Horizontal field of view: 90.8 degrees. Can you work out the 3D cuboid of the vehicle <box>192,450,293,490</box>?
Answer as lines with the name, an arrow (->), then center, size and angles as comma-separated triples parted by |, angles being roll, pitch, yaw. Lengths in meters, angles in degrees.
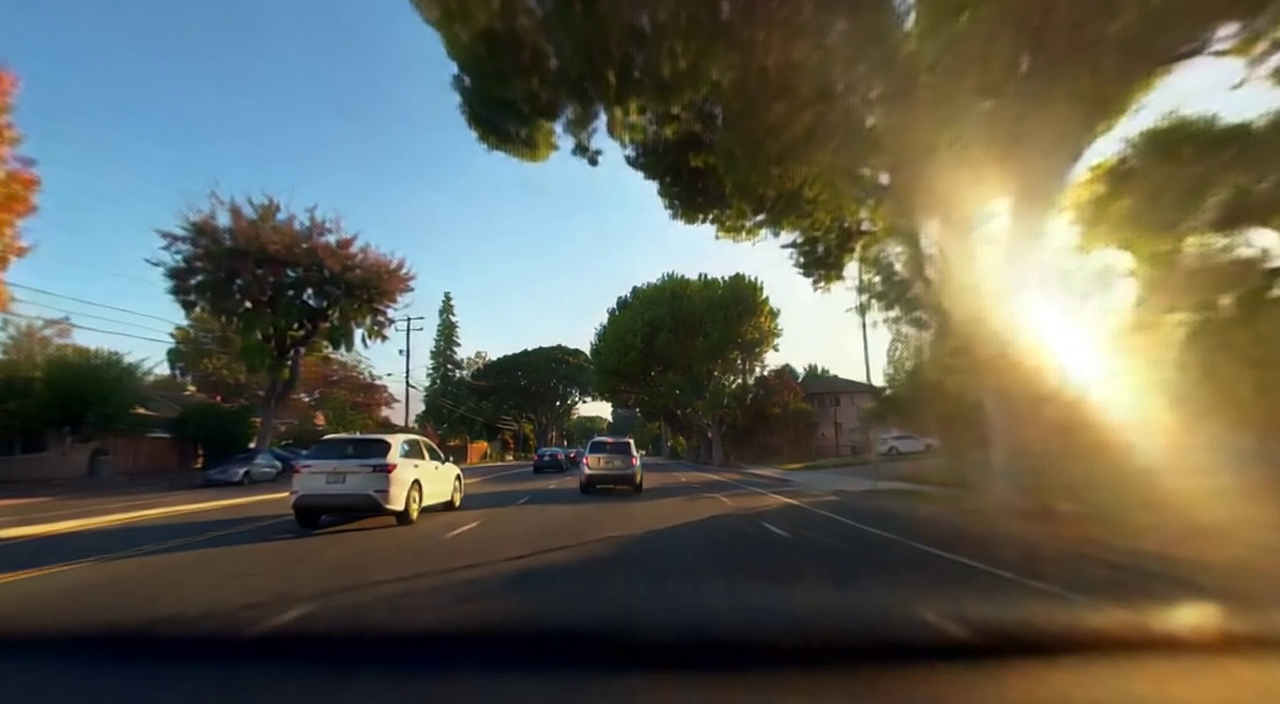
vehicle -> -19.384, 5.738, 31.120 | 1.971, 1.759, 4.631 | 0, -9, -1

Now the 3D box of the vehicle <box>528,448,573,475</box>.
vehicle -> -5.321, 6.551, 38.067 | 2.014, 1.493, 4.658 | 0, -9, 0

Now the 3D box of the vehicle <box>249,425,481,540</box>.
vehicle -> -4.751, 2.322, 11.917 | 2.243, 1.722, 4.621 | 0, -9, 0

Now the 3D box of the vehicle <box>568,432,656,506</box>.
vehicle -> -0.714, 3.161, 17.467 | 2.131, 1.761, 4.242 | 0, -9, -1
